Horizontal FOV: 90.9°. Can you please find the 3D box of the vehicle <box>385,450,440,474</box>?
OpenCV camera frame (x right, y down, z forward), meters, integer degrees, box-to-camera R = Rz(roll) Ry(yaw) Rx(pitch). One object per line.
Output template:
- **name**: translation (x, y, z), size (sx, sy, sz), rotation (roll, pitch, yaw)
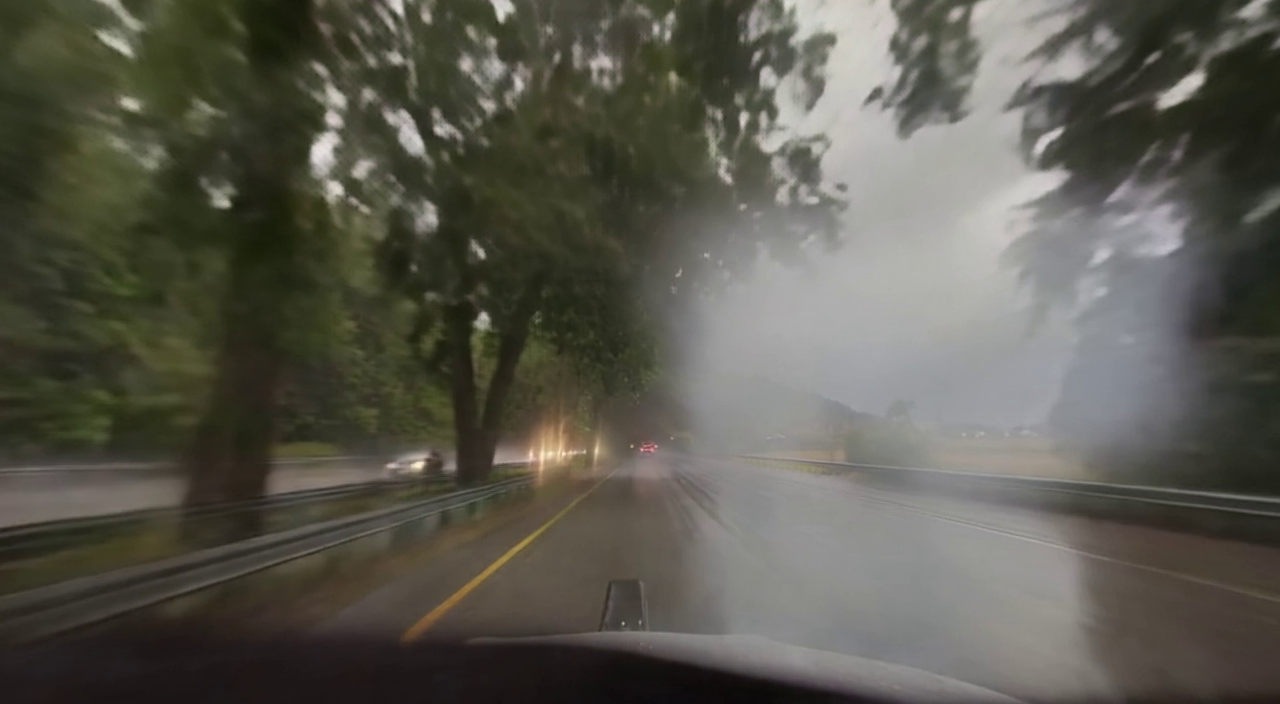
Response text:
- **vehicle**: translation (-15.305, 7.407, 42.680), size (1.831, 1.502, 4.883), rotation (0, -9, 1)
